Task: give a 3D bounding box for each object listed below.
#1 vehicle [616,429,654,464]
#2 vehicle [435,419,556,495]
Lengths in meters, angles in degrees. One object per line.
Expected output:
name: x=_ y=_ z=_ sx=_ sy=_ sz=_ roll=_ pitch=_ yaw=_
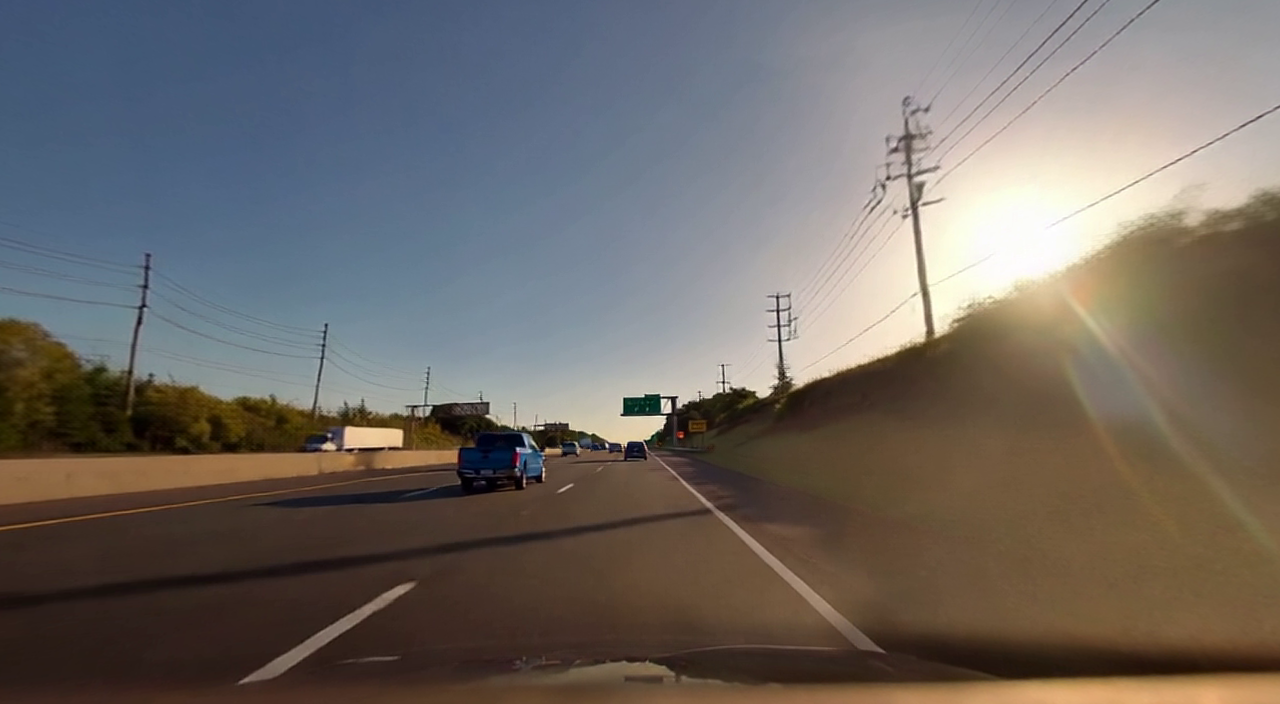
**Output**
vehicle: x=-0.341 y=6.232 z=41.765 sx=2.358 sy=2.144 sz=4.713 roll=0 pitch=-8 yaw=0
vehicle: x=-3.851 y=2.941 z=18.017 sx=2.204 sy=1.812 sz=5.289 roll=0 pitch=-8 yaw=0
